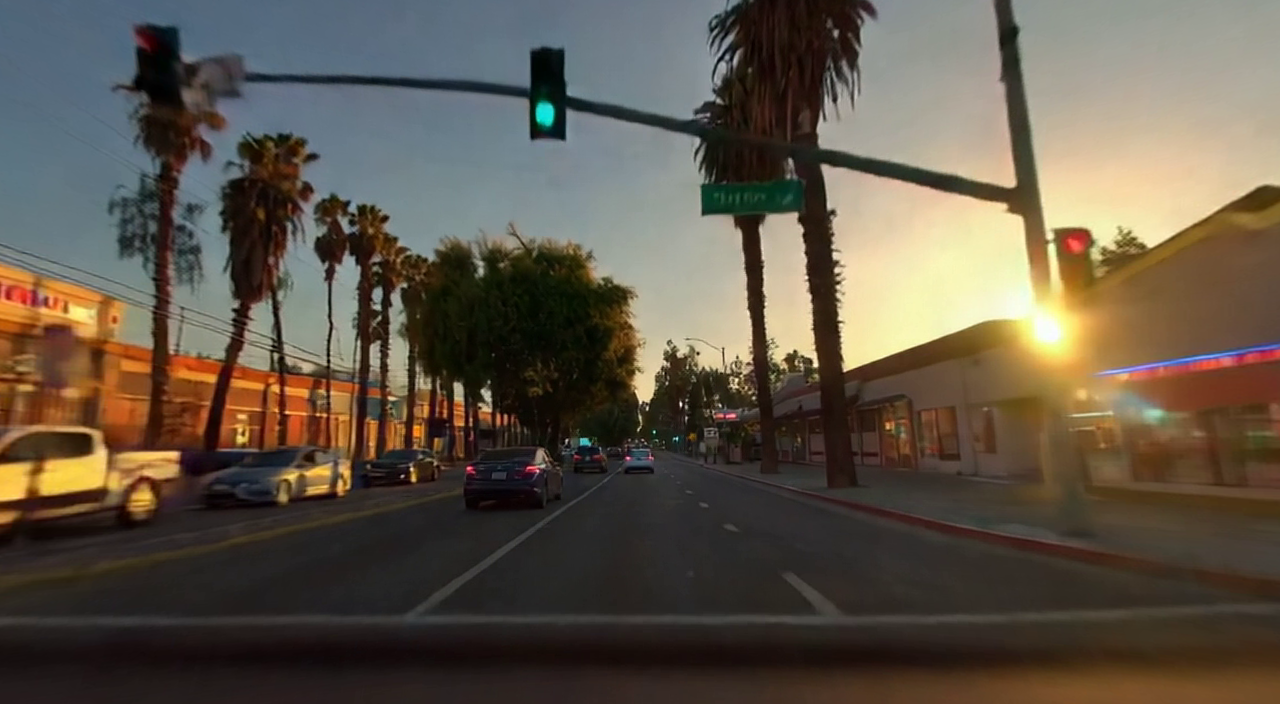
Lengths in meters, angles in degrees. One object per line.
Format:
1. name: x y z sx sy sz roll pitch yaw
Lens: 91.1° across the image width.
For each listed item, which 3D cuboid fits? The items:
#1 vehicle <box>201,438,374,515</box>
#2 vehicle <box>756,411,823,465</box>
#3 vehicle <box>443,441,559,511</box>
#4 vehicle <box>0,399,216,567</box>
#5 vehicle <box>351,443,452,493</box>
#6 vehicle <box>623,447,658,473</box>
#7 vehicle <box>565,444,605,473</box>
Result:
1. vehicle: -8.412 2.975 15.504 1.893 1.576 4.075 -2 -9 0
2. vehicle: 10.197 6.008 43.799 2.878 3.388 8.331 -1 -8 2
3. vehicle: -3.347 3.076 16.106 1.904 1.513 4.410 0 -9 1
4. vehicle: -8.483 1.720 8.418 2.058 1.929 5.123 -1 -9 -1
5. vehicle: -8.438 4.115 22.714 1.928 1.532 4.533 -2 -9 0
6. vehicle: 0.016 6.666 39.056 2.094 1.496 4.070 0 -9 0
7. vehicle: -3.231 6.327 37.480 1.979 1.634 3.957 0 -9 0
